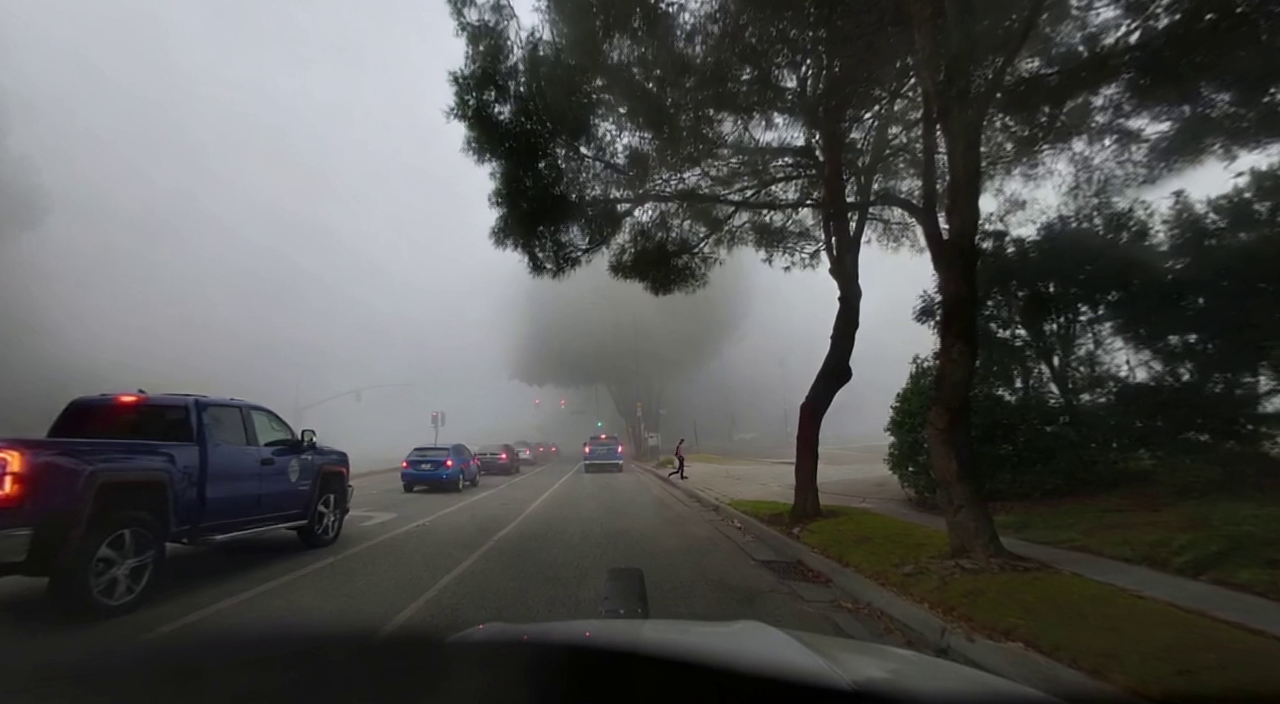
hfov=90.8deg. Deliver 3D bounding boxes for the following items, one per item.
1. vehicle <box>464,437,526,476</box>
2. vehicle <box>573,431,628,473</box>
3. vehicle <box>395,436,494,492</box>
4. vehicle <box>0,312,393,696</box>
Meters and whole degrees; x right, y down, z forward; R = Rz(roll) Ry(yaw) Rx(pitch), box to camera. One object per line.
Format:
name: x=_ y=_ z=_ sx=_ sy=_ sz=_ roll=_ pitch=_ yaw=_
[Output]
vehicle: x=-6.655 y=4.834 z=29.435 sx=2.010 sy=1.674 sz=4.484 roll=0 pitch=-9 yaw=-3
vehicle: x=-1.885 y=4.690 z=29.756 sx=2.368 sy=1.829 sz=4.293 roll=0 pitch=-9 yaw=-4
vehicle: x=-6.193 y=3.595 z=20.577 sx=2.069 sy=1.616 sz=4.108 roll=0 pitch=-9 yaw=-3
vehicle: x=-5.104 y=1.275 z=6.361 sx=2.860 sy=2.090 sz=6.593 roll=0 pitch=-9 yaw=-3
